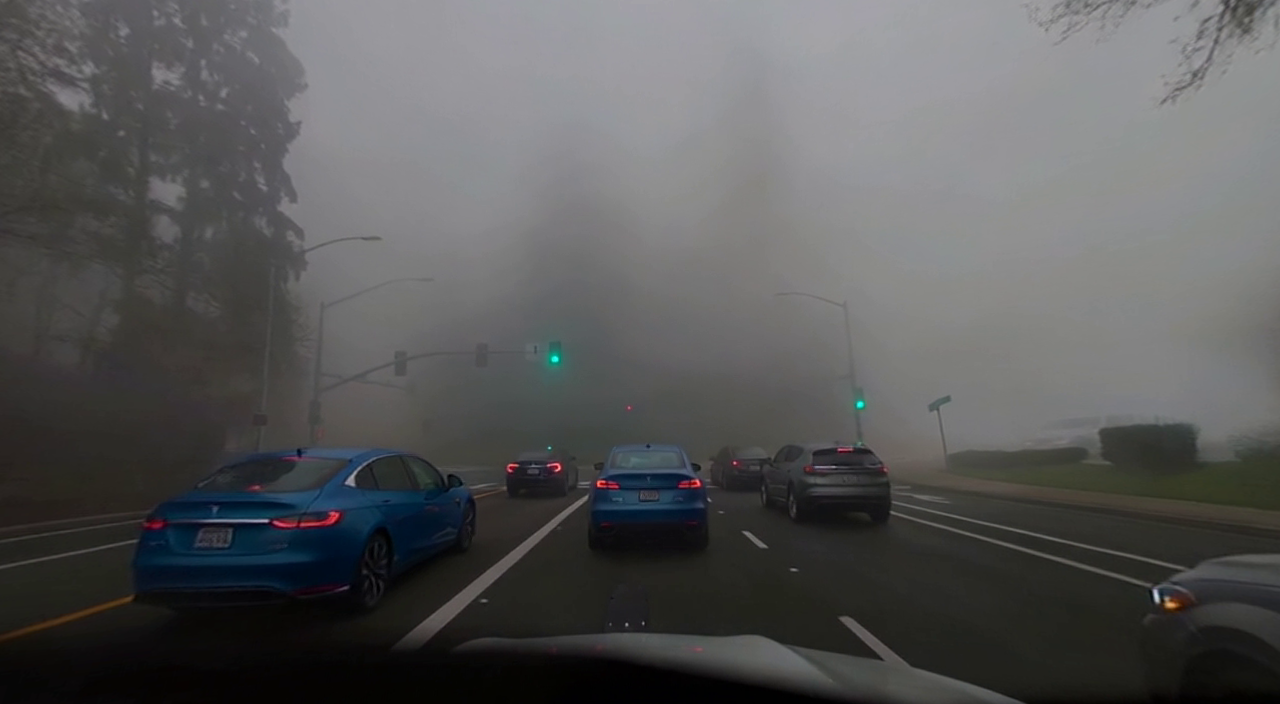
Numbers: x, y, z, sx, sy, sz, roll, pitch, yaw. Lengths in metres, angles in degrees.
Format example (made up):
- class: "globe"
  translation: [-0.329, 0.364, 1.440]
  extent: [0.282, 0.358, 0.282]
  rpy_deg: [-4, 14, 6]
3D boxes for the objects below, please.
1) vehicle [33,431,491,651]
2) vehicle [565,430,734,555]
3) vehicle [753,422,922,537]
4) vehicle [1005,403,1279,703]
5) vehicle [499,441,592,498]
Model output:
- class: "vehicle"
  translation: [-3.121, 1.631, 6.582]
  extent: [2.015, 1.478, 4.407]
  rpy_deg: [0, -9, 0]
- class: "vehicle"
  translation: [0.115, 2.113, 10.225]
  extent: [2.144, 1.563, 4.218]
  rpy_deg: [0, -9, 0]
- class: "vehicle"
  translation: [3.461, 2.306, 11.950]
  extent: [1.938, 1.732, 4.006]
  rpy_deg: [1, -9, 0]
- class: "vehicle"
  translation: [3.311, 0.851, 1.638]
  extent: [1.951, 1.522, 4.614]
  rpy_deg: [0, -9, 0]
- class: "vehicle"
  translation: [-2.732, 3.524, 19.327]
  extent: [2.089, 1.537, 4.073]
  rpy_deg: [-1, -9, 2]
